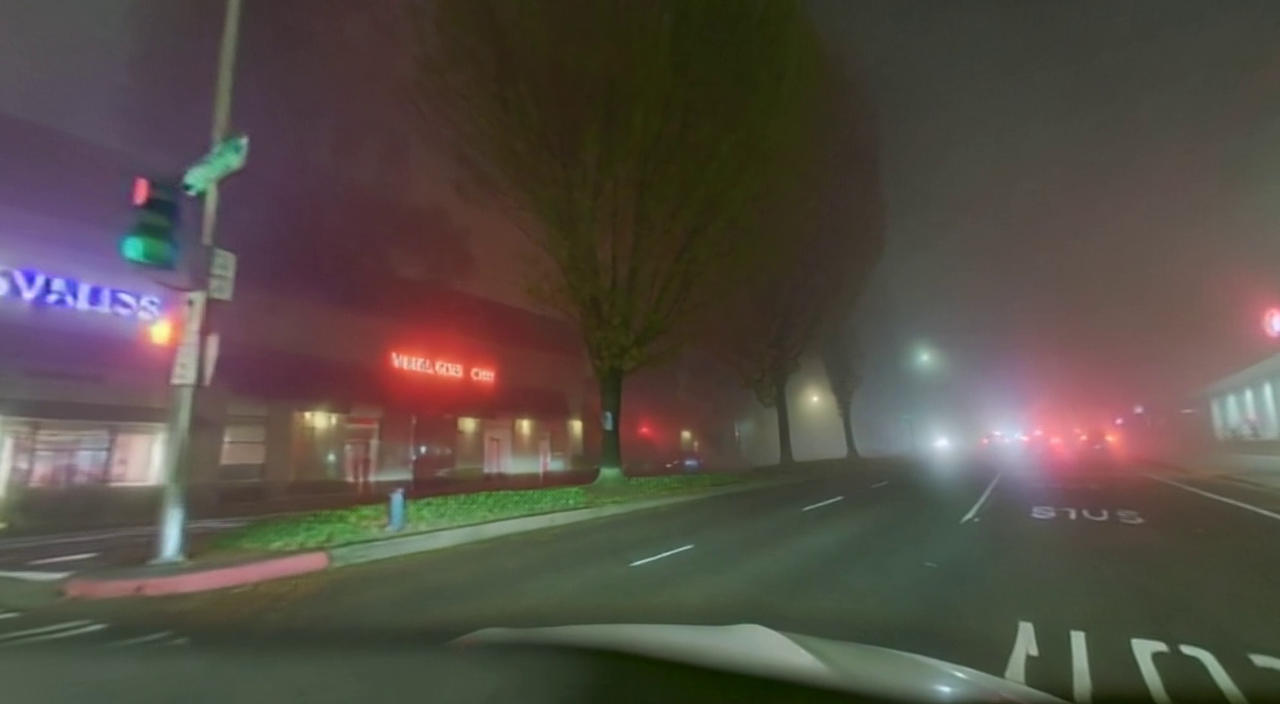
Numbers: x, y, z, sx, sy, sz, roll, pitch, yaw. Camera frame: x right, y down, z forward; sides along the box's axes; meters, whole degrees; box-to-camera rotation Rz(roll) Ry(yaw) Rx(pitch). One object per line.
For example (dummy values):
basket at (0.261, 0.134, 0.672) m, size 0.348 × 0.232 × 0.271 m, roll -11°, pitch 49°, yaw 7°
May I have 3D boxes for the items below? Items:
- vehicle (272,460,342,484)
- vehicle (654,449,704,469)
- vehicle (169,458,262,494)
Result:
vehicle at (-24.333, 8.751, 46.250) m, size 1.689 × 1.534 × 4.158 m, roll -10°, pitch -14°, yaw 33°
vehicle at (3.064, 8.158, 48.270) m, size 1.840 × 1.440 × 4.442 m, roll -7°, pitch -11°, yaw 32°
vehicle at (-20.423, 5.935, 30.360) m, size 3.994 × 1.471 × 1.956 m, roll -4°, pitch -14°, yaw 30°
